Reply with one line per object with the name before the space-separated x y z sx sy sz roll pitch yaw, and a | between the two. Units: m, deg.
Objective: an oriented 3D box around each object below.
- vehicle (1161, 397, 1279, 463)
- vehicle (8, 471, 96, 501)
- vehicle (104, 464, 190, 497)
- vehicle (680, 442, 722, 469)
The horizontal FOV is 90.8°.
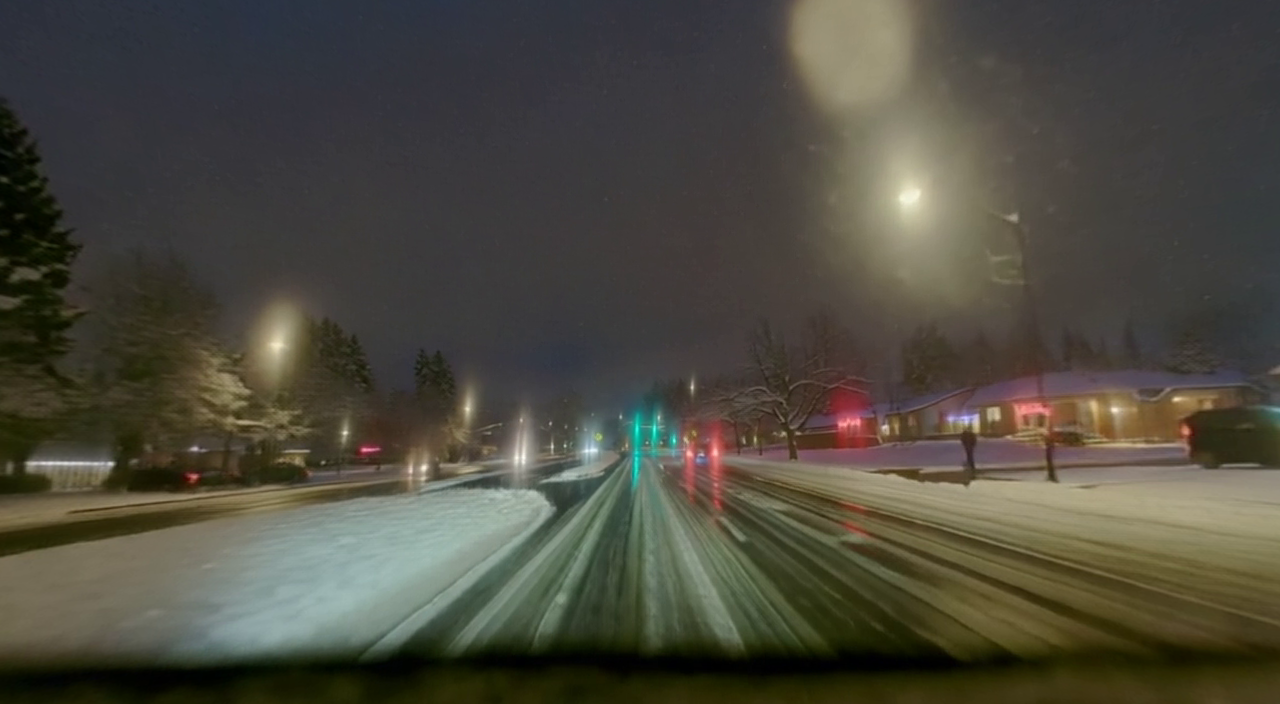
vehicle | 19.753 2.429 19.530 2.247 1.917 5.791 0 -8 -1
vehicle | -34.147 7.761 36.810 1.689 1.434 3.824 1 -8 -6
vehicle | -29.131 7.561 37.511 1.943 1.647 4.077 -3 -9 -3
vehicle | 3.432 5.937 36.398 1.929 1.411 4.284 0 -8 -1
